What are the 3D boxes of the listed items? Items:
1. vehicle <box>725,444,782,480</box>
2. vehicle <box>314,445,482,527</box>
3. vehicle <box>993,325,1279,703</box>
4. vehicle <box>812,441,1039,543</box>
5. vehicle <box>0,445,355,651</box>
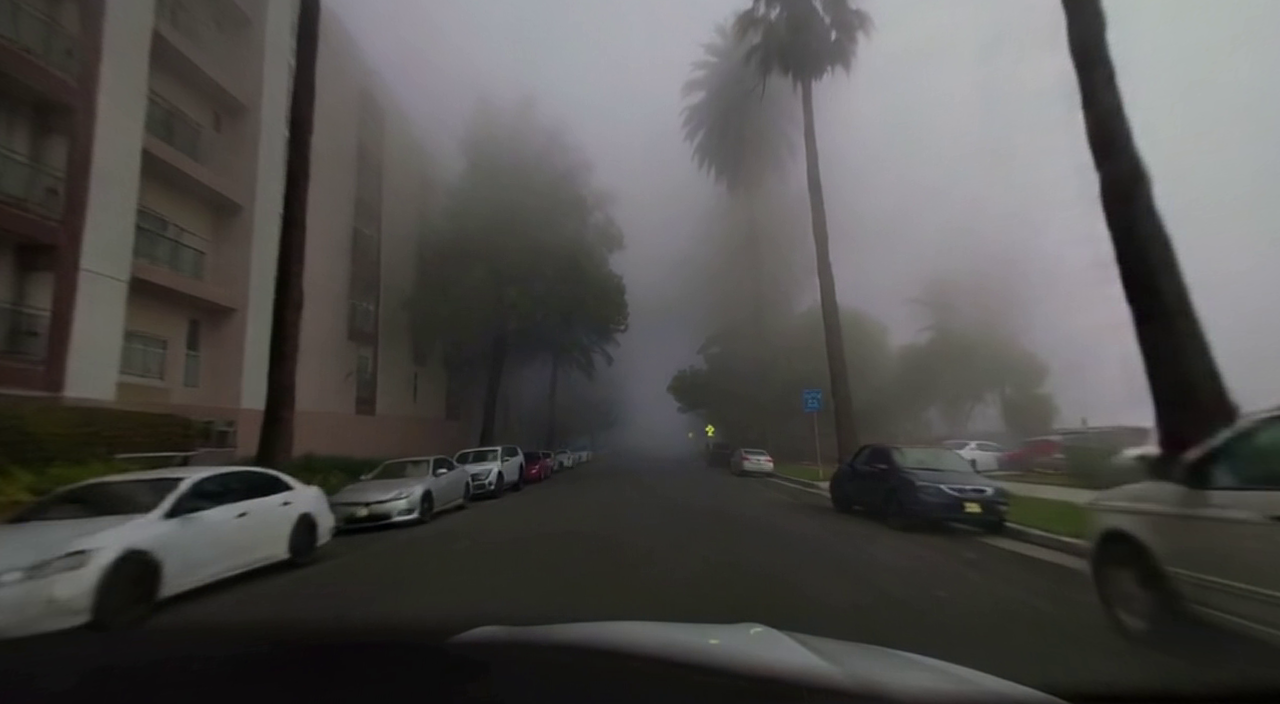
[{"bbox_3d":[5.198,5.070,29.507,1.991,1.525,5.203,-1,-8,3],"label":"vehicle"},{"bbox_3d":[-5.088,2.852,14.074,1.997,1.497,4.437,0,-9,0],"label":"vehicle"},{"bbox_3d":[4.494,0.807,2.720,2.570,2.005,6.020,0,-8,1],"label":"vehicle"},{"bbox_3d":[4.882,2.433,11.806,2.026,1.474,4.859,0,-8,1],"label":"vehicle"},{"bbox_3d":[-5.298,1.814,7.078,2.031,1.505,4.540,0,-8,1],"label":"vehicle"}]
